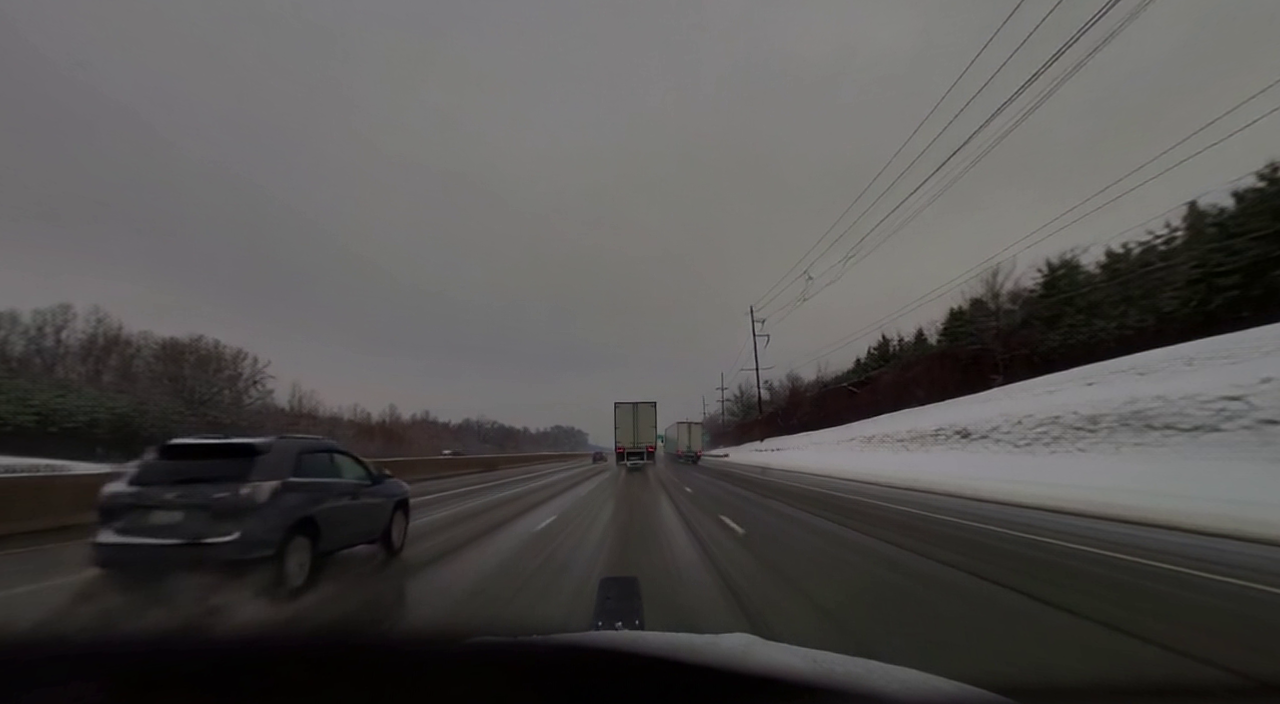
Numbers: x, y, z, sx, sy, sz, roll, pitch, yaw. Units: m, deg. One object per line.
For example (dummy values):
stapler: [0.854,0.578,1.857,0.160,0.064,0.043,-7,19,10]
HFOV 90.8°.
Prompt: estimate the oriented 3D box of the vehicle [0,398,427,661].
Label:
vehicle: [-3.890,1.467,6.265,2.050,1.679,4.253,0,-9,0]

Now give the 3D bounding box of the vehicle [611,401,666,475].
vehicle: [-0.075,5.584,40.375,2.985,4.025,10.982,0,-9,0]
